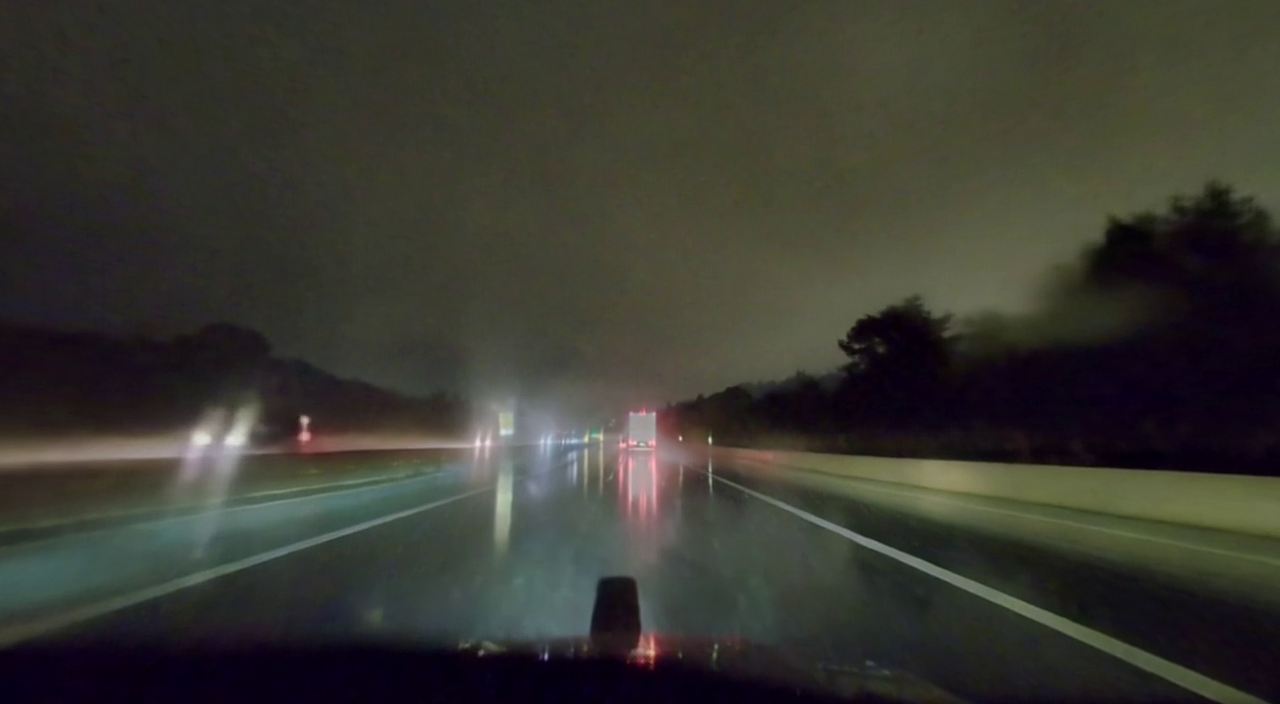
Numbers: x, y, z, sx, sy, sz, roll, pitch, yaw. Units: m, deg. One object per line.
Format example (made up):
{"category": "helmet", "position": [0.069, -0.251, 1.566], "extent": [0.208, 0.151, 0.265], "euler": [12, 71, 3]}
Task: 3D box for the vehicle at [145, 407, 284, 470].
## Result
{"category": "vehicle", "position": [-19.003, 3.949, 28.572], "extent": [2.341, 2.520, 5.576], "euler": [-1, -8, 0]}
